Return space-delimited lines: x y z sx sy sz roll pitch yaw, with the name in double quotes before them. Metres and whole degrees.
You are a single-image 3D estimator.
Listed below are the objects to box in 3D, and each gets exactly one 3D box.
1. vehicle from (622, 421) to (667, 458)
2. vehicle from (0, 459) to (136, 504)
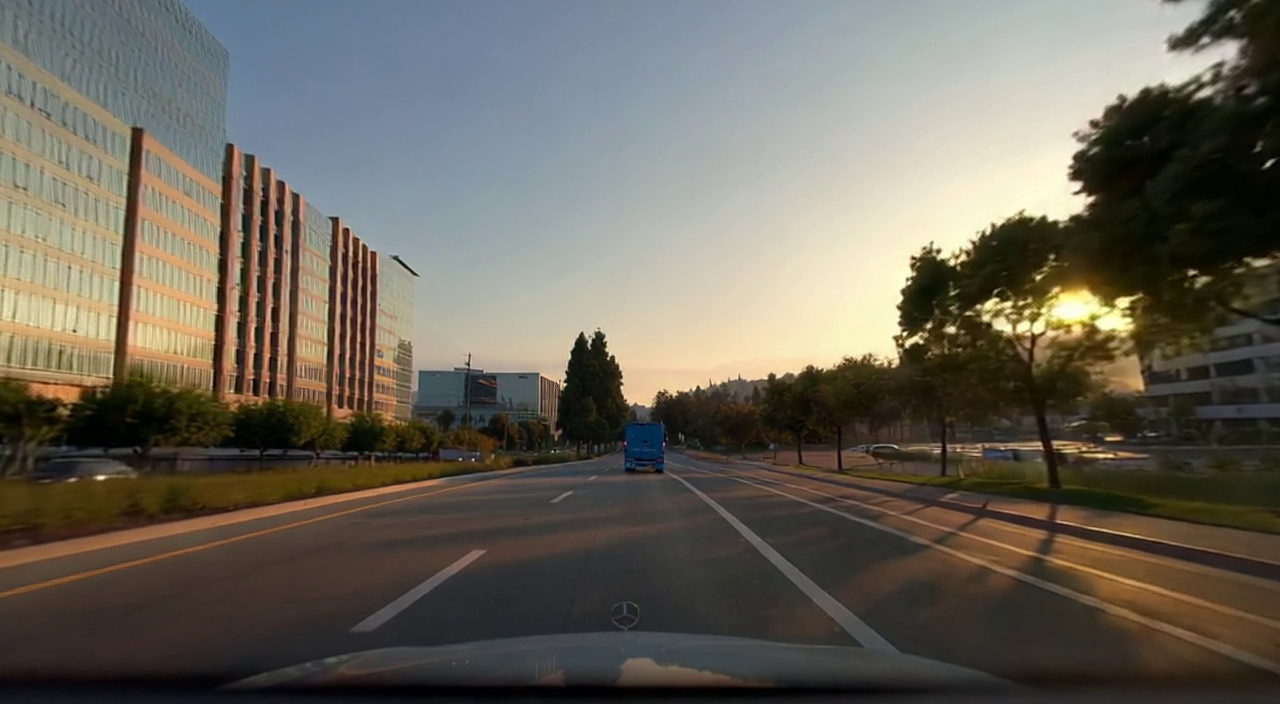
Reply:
"vehicle" 0.159 4.637 33.329 2.178 1.829 4.932 0 -9 -1
"vehicle" -22.977 5.176 25.598 1.797 1.585 3.957 0 -9 0
